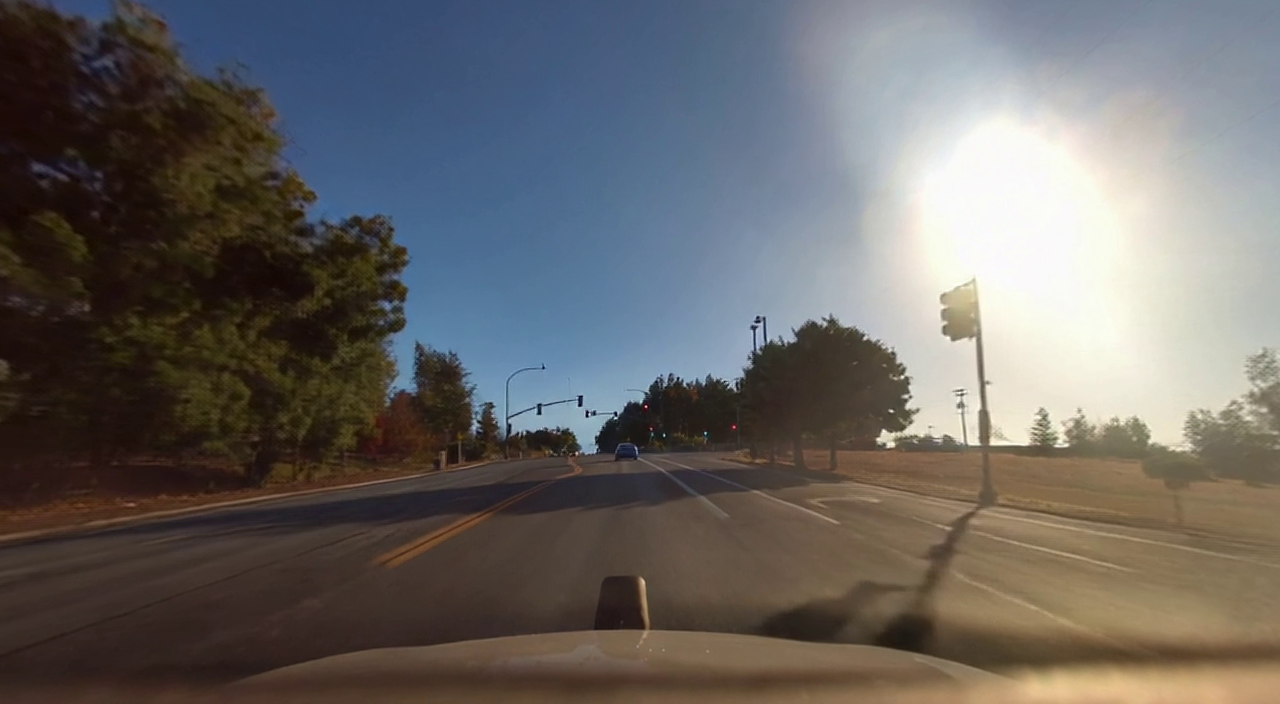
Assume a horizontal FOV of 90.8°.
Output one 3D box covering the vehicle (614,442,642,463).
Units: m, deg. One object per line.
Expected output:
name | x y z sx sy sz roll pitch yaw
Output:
vehicle | -0.949 7.529 47.420 2.042 1.489 3.963 0 -8 -2
